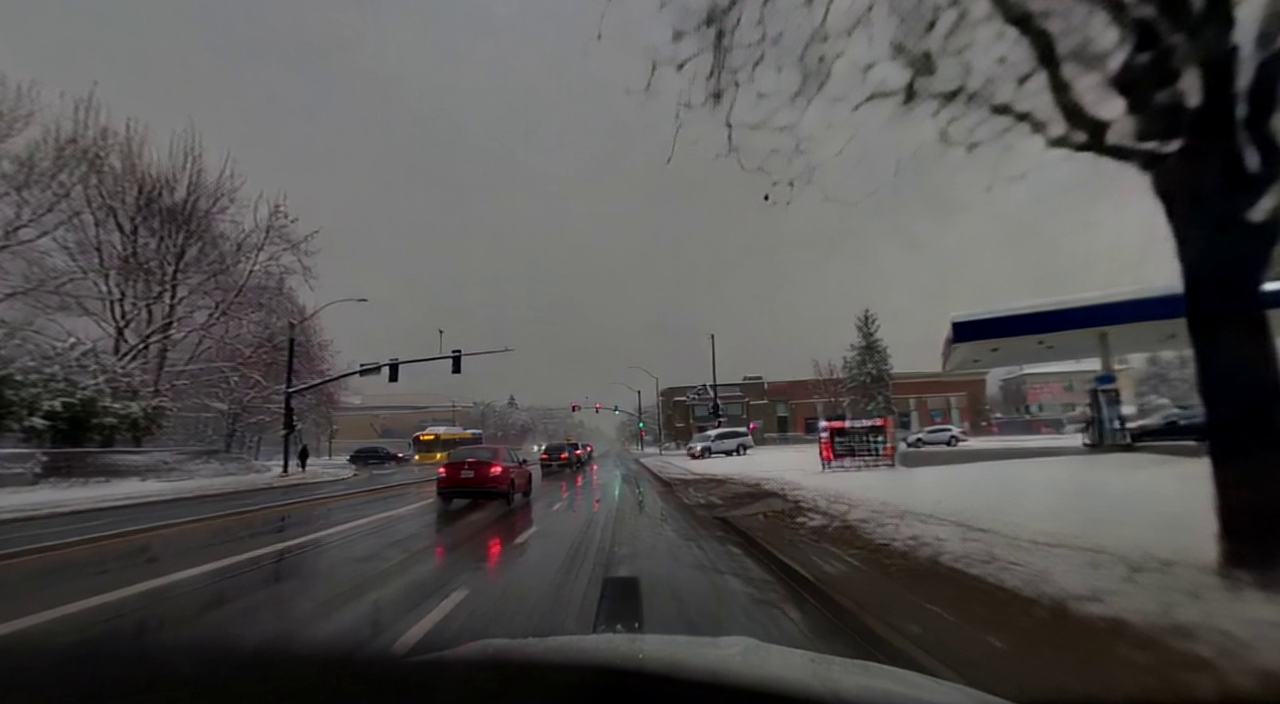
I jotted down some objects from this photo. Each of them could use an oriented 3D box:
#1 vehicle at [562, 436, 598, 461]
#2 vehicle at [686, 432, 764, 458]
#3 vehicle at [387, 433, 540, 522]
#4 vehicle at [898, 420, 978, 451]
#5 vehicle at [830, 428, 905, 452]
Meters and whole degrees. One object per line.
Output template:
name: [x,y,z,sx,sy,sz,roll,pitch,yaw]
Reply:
vehicle: [-4.325,7.045,45.738,2.365,1.751,3.904,0,-9,-3]
vehicle: [5.723,6.339,42.639,4.894,1.451,2.089,-2,-8,-2]
vehicle: [-3.354,2.477,12.847,2.092,1.507,4.078,0,-9,-2]
vehicle: [19.439,5.452,40.977,4.172,1.687,1.773,-3,-8,-3]
vehicle: [14.779,5.755,40.867,4.064,1.507,2.078,0,-9,-1]
